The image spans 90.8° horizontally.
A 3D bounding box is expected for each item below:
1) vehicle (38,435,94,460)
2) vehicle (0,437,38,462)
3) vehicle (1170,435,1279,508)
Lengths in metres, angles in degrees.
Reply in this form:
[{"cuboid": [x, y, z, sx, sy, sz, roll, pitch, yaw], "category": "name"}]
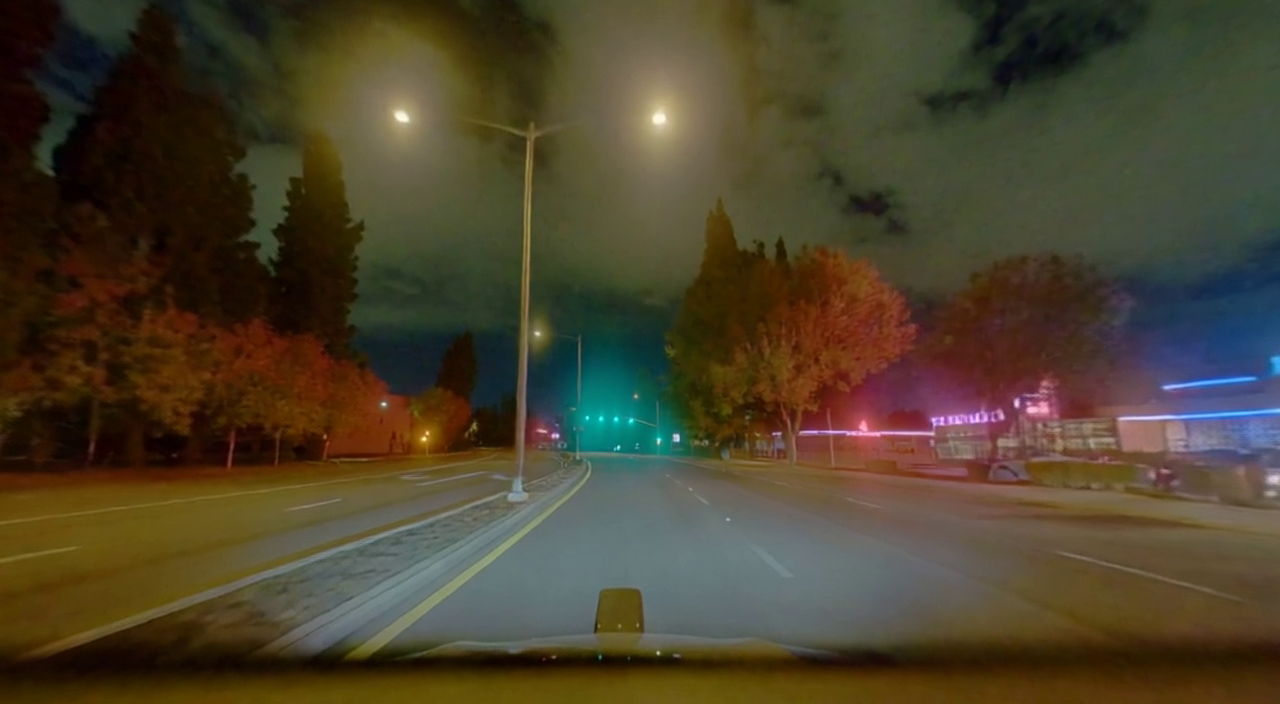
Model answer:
[{"cuboid": [-33.720, 5.596, 37.193, 1.727, 1.383, 3.557, 4, -10, -32], "category": "vehicle"}, {"cuboid": [-36.241, 5.552, 36.000, 1.655, 1.387, 3.758, 4, -10, -26], "category": "vehicle"}, {"cuboid": [17.661, 3.206, 17.253, 4.660, 1.814, 2.099, 1, -9, -7], "category": "vehicle"}]
